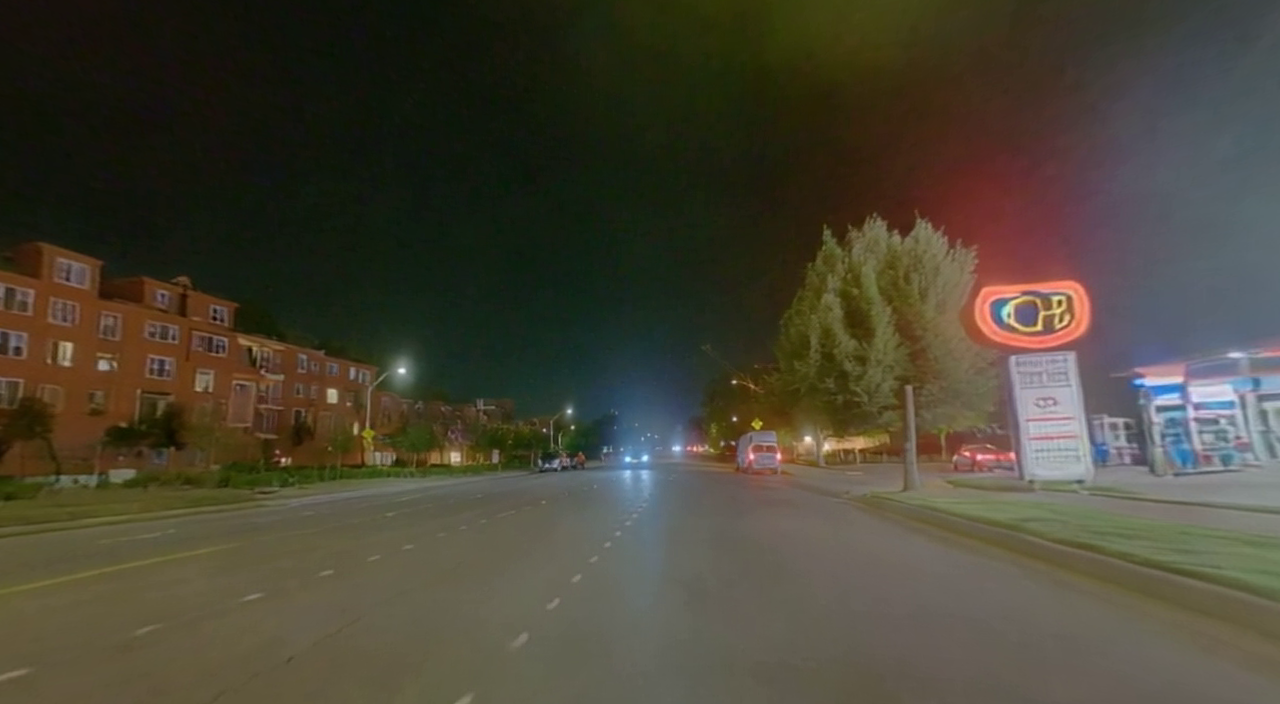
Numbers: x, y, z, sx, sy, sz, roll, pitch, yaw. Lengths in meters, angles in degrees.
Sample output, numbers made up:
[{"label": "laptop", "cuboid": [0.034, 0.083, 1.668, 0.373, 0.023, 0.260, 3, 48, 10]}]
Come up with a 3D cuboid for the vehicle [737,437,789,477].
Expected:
[{"label": "vehicle", "cuboid": [6.266, 5.399, 32.812, 2.194, 1.896, 5.049, -1, -9, 6]}]

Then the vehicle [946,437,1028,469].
[{"label": "vehicle", "cuboid": [16.877, 4.944, 30.986, 1.919, 1.411, 4.440, -1, -9, 7]}]
